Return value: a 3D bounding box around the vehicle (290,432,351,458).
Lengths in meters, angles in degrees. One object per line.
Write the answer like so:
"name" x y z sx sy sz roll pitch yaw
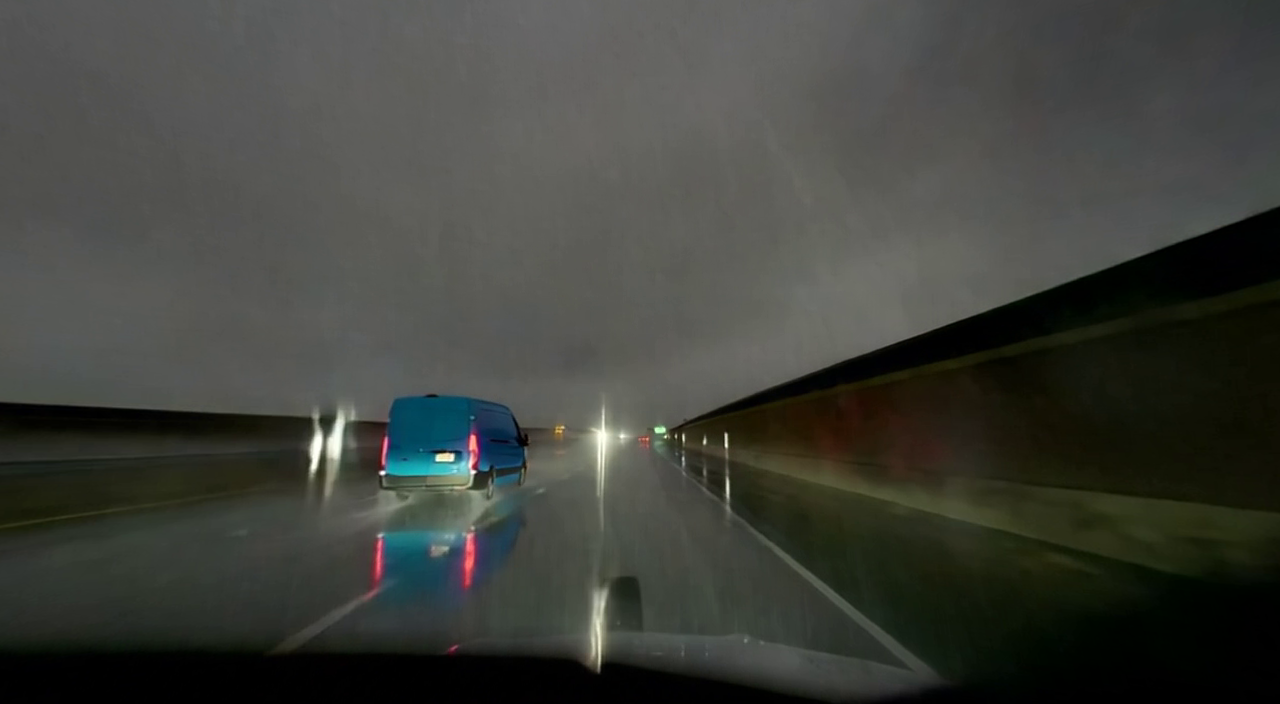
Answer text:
"vehicle" -23.959 6.977 47.389 2.032 1.837 4.735 0 -8 1

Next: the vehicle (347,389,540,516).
"vehicle" -3.605 1.971 12.768 2.309 2.053 4.884 0 -8 0
